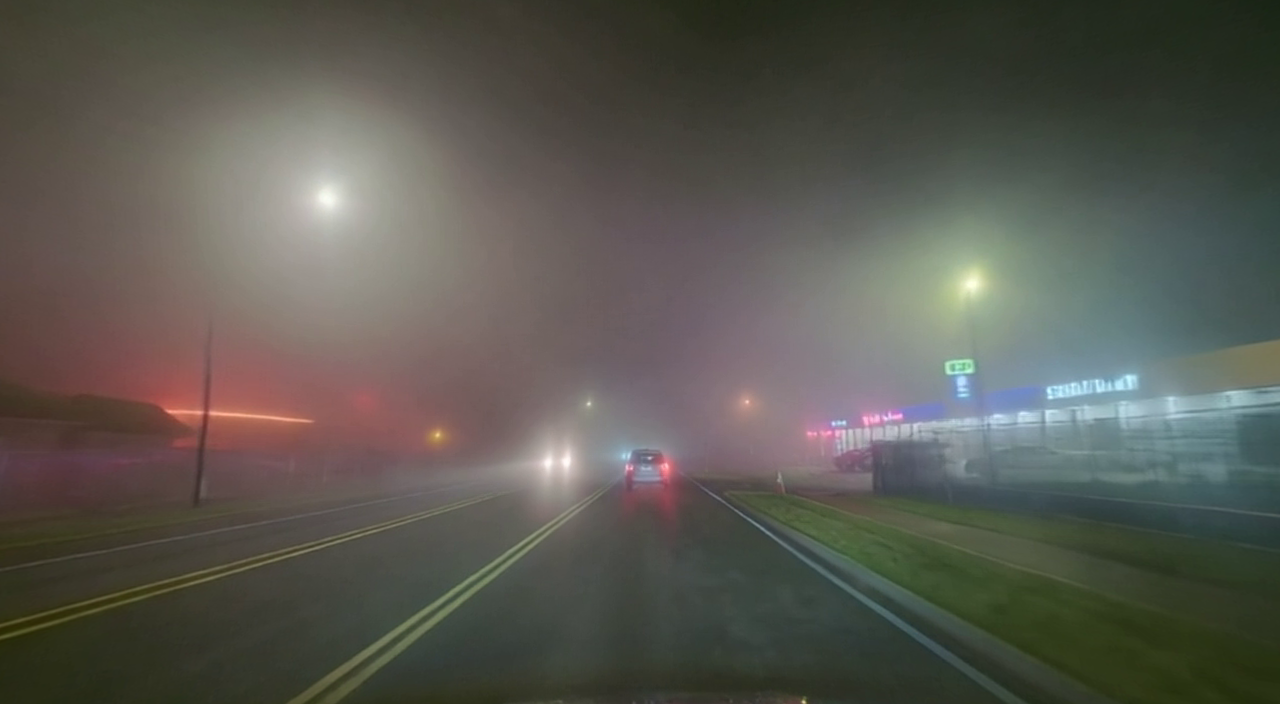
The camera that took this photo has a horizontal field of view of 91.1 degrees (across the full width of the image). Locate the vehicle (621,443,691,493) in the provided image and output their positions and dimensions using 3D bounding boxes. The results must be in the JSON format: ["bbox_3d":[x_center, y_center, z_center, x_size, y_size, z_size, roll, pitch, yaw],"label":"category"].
[{"bbox_3d":[0.494,3.887,21.361,2.144,1.514,4.063,0,-9,0],"label":"vehicle"}]

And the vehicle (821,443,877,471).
[{"bbox_3d":[12.206,6.154,36.929,1.970,1.501,4.514,-1,-9,3],"label":"vehicle"}]

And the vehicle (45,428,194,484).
[{"bbox_3d":[-31.569,6.311,38.555,2.945,3.103,6.716,0,-8,5],"label":"vehicle"}]

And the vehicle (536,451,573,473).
[{"bbox_3d":[-6.318,8.173,46.810,2.034,1.499,4.236,-1,-9,2],"label":"vehicle"}]

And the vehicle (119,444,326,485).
[{"bbox_3d":[-27.441,7.551,43.108,2.951,2.274,15.187,-1,-9,5],"label":"vehicle"}]

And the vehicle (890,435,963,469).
[{"bbox_3d":[16.473,5.782,36.361,2.101,1.825,4.700,-1,-9,2],"label":"vehicle"}]
